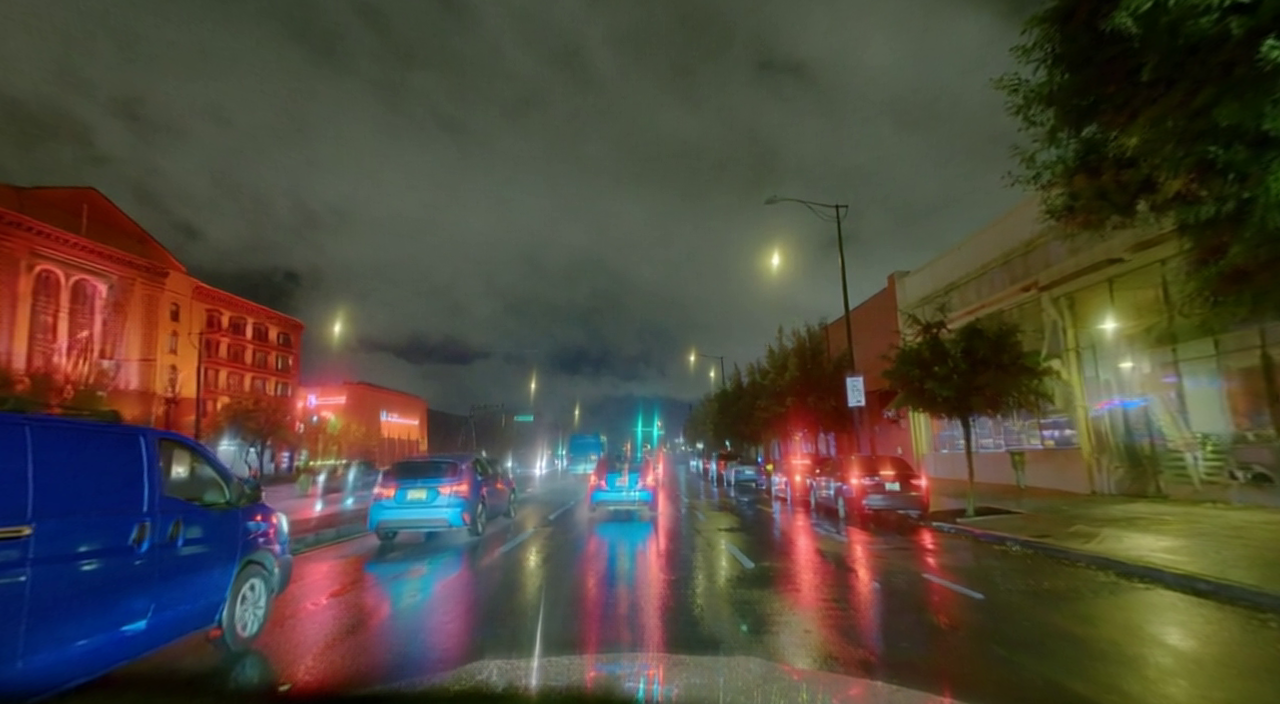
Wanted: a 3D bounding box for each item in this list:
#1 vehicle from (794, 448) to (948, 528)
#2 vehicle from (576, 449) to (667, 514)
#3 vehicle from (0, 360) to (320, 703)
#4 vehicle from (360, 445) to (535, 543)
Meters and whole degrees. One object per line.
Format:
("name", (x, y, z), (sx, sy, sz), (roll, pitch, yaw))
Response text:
("vehicle", (4.909, 2.914, 14.081), (1.832, 1.491, 4.054), (0, -9, -1))
("vehicle", (-0.427, 3.416, 17.123), (2.152, 1.518, 4.113), (0, -9, 0))
("vehicle", (-3.723, 0.939, 2.718), (2.140, 1.768, 4.685), (0, -9, 1))
("vehicle", (-3.511, 2.652, 12.513), (1.995, 1.554, 4.426), (0, -9, 1))
